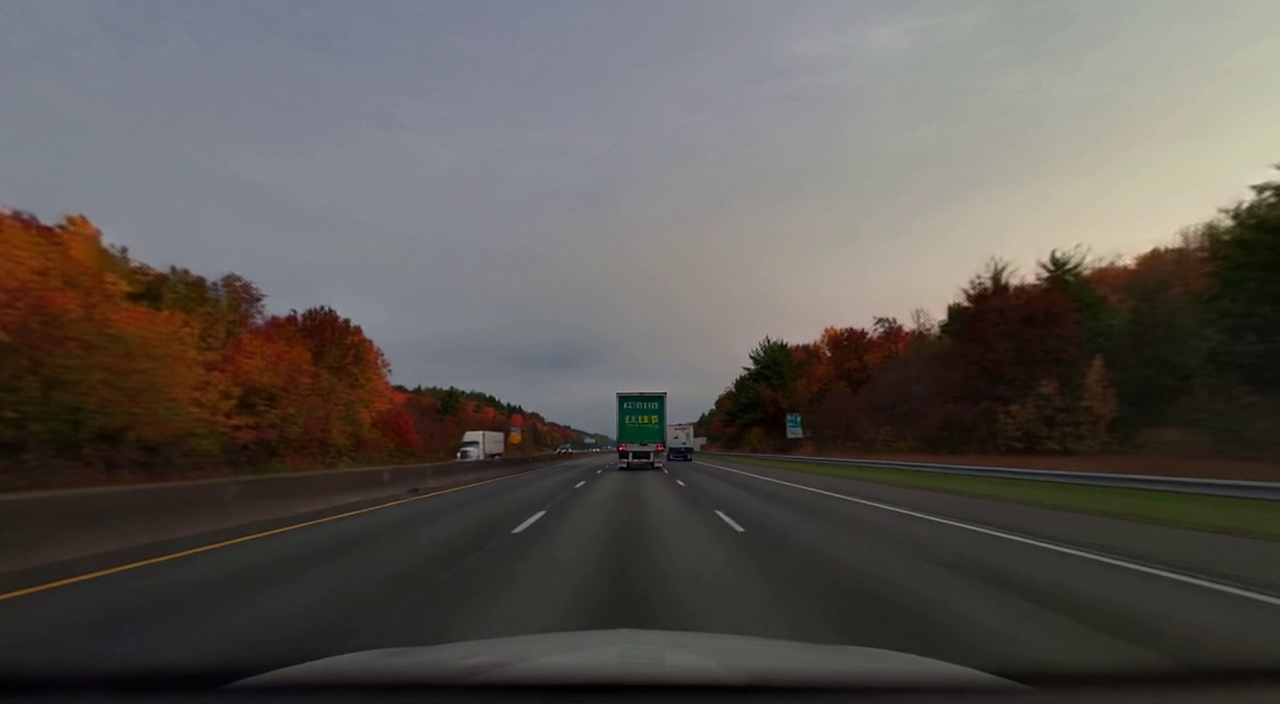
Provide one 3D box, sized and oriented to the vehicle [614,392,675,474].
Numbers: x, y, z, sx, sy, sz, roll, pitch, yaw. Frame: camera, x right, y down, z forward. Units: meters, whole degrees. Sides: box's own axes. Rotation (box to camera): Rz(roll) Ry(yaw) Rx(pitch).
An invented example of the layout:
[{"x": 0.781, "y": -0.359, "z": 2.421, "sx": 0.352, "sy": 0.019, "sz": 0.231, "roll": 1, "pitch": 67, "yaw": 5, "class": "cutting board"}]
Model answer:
[{"x": 0.189, "y": 4.858, "z": 36.679, "sx": 3.057, "sy": 4.073, "sz": 10.792, "roll": 0, "pitch": -9, "yaw": 0, "class": "vehicle"}]
